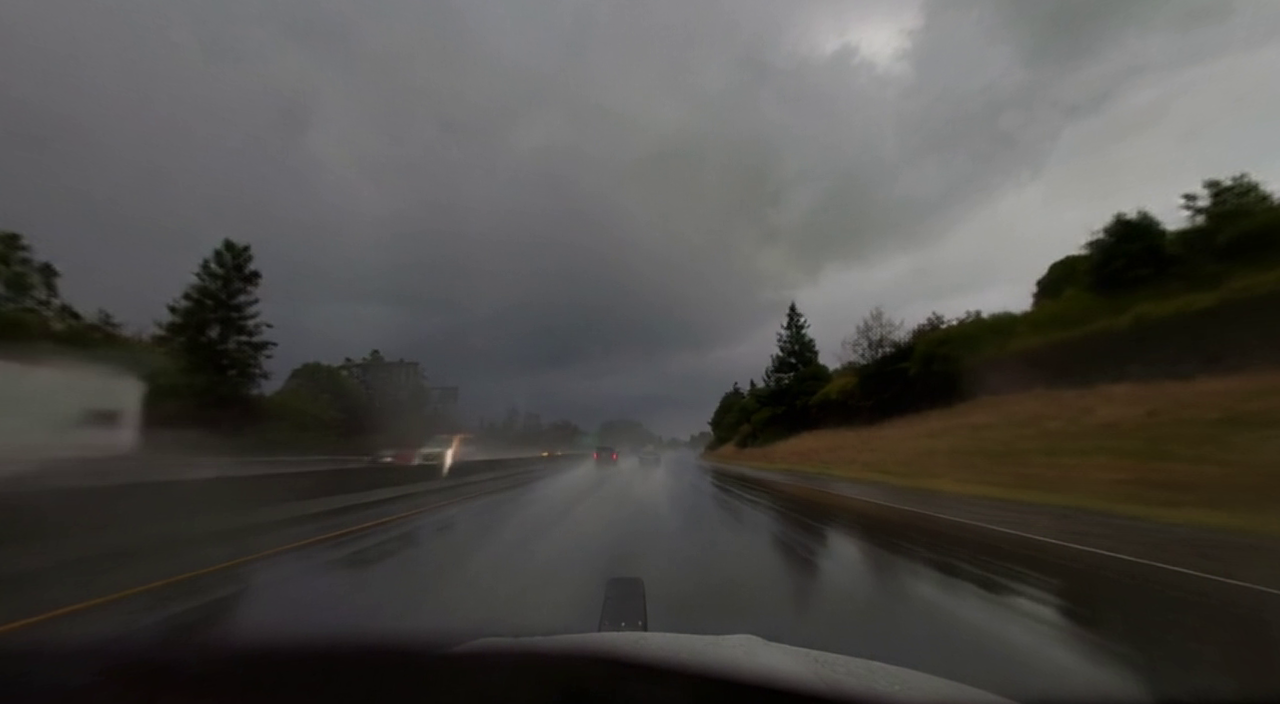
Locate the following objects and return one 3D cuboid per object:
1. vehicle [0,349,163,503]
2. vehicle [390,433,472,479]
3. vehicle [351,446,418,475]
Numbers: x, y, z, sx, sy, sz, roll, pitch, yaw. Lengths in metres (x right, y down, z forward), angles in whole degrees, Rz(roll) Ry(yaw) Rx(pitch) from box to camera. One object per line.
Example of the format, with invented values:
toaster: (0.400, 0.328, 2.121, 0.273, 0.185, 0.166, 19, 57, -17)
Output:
vehicle: (-18.791, 1.761, 15.476, 2.883, 4.113, 14.175, 0, -9, 1)
vehicle: (-11.159, 5.608, 34.218, 2.570, 2.297, 5.211, 0, -9, 1)
vehicle: (-15.014, 6.397, 37.338, 2.001, 1.634, 4.519, 0, -9, 1)
